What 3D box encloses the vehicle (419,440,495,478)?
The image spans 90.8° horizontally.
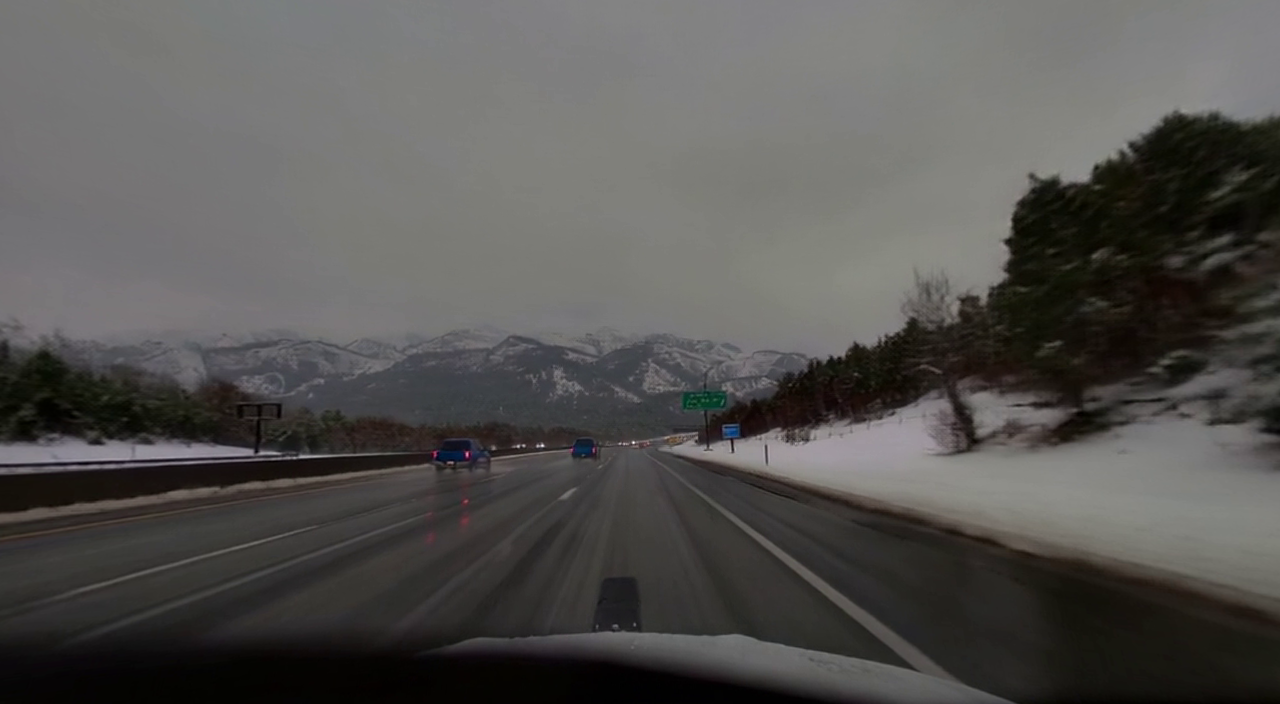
[{"bbox_3d":[-7.767,4.576,27.291,1.930,1.508,4.567,0,-8,0],"label":"vehicle"}]

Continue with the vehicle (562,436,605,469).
[{"bbox_3d":[-3.207,5.836,36.765,2.029,1.753,4.718,0,-8,0],"label":"vehicle"}]
